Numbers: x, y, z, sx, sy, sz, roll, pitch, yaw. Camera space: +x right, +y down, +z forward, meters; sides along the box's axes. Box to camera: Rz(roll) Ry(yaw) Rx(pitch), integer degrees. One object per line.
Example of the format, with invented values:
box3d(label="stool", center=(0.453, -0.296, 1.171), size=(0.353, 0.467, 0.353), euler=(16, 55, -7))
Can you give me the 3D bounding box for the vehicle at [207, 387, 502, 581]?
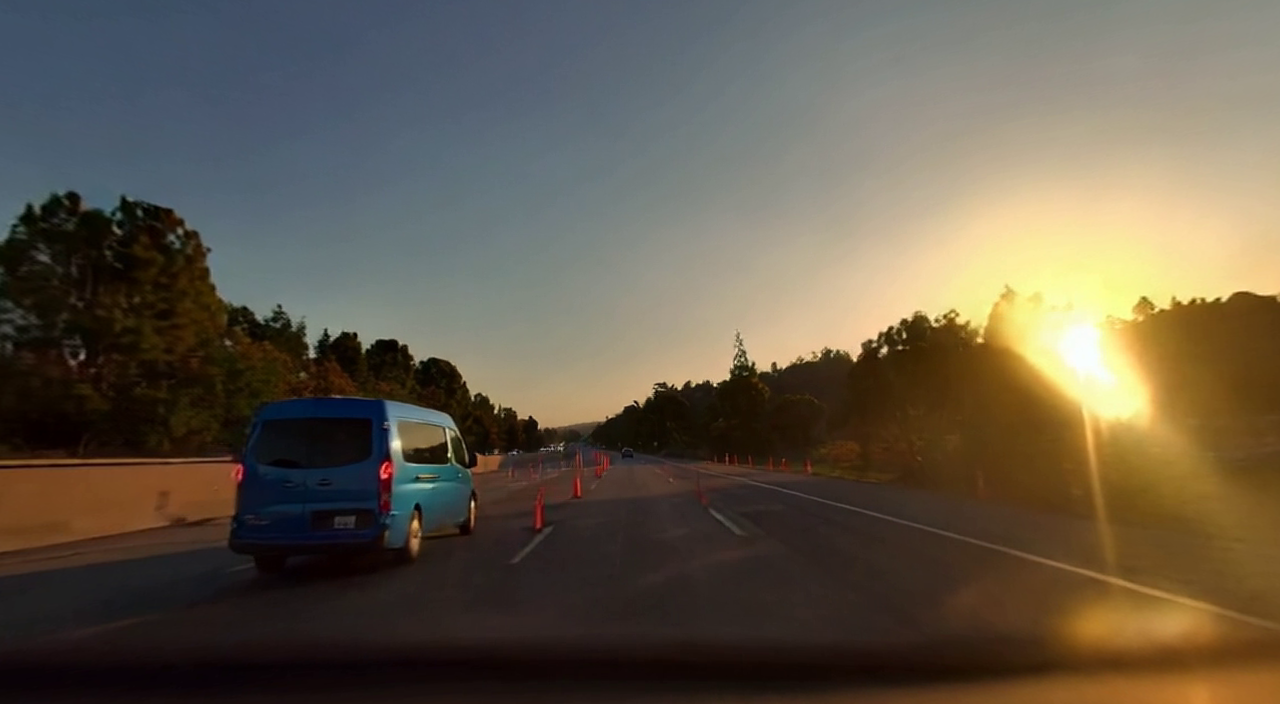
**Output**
box3d(label="vehicle", center=(-3.436, 1.695, 8.829), size=(2.046, 1.982, 4.465), euler=(0, -9, -1))
